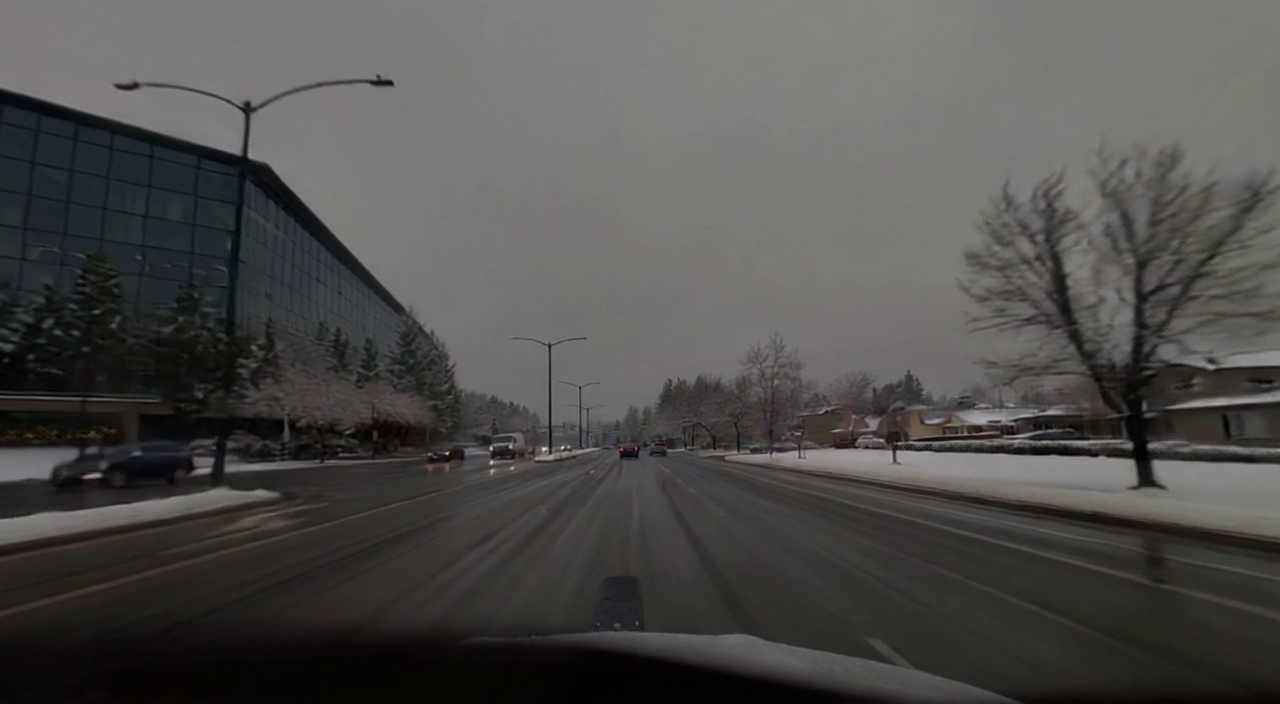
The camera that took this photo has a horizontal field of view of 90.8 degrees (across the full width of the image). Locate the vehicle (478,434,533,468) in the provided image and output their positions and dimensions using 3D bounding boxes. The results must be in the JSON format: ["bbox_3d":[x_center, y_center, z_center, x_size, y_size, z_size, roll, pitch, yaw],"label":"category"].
[{"bbox_3d":[-8.517,6.290,40.666,2.631,1.990,5.787,0,-8,-4],"label":"vehicle"}]

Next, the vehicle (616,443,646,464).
[{"bbox_3d":[-0.661,7.274,45.546,2.080,1.445,4.096,0,-8,-2],"label":"vehicle"}]

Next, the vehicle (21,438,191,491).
[{"bbox_3d":[-21.439,4.502,25.817,2.180,1.902,5.475,0,-8,-1],"label":"vehicle"}]
